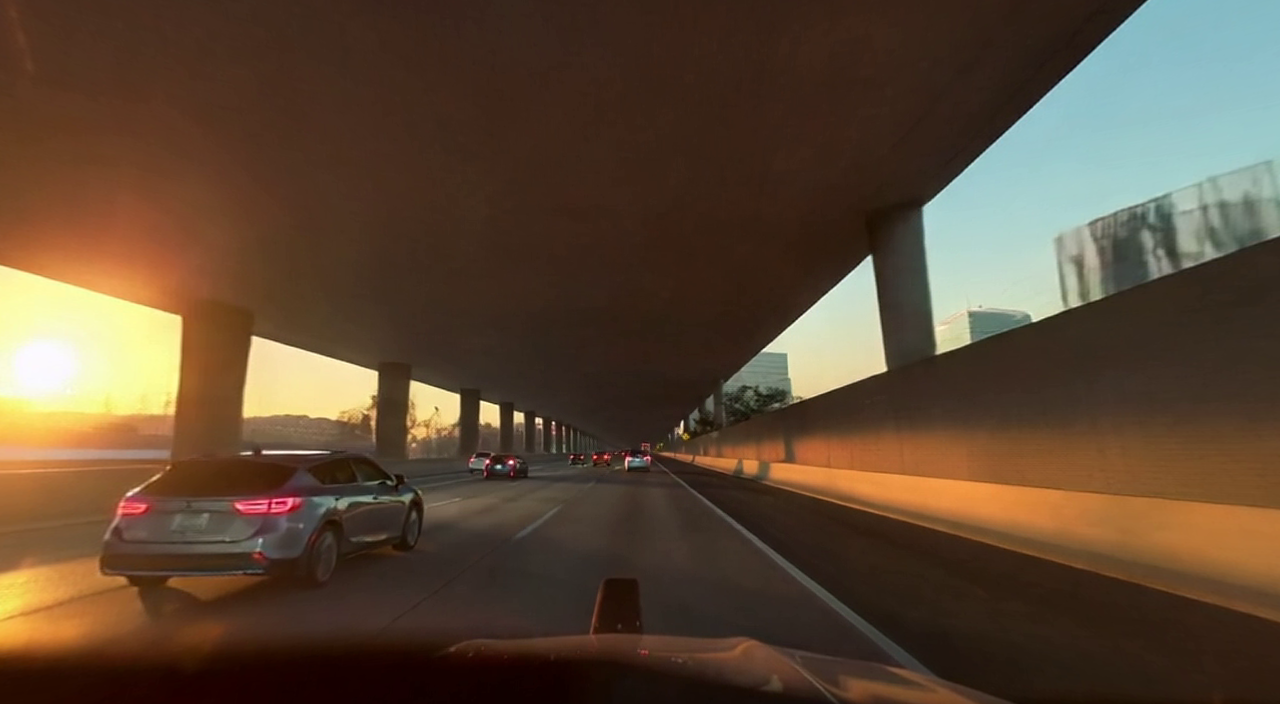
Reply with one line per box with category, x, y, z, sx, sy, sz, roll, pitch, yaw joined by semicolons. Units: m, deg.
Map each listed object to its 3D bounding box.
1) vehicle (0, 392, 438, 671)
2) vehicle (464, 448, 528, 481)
vehicle;-3.825;1.464;6.264;2.059;1.725;4.521;0;-9;1
vehicle;-7.154;5.622;31.805;1.998;1.542;4.953;0;-9;1
